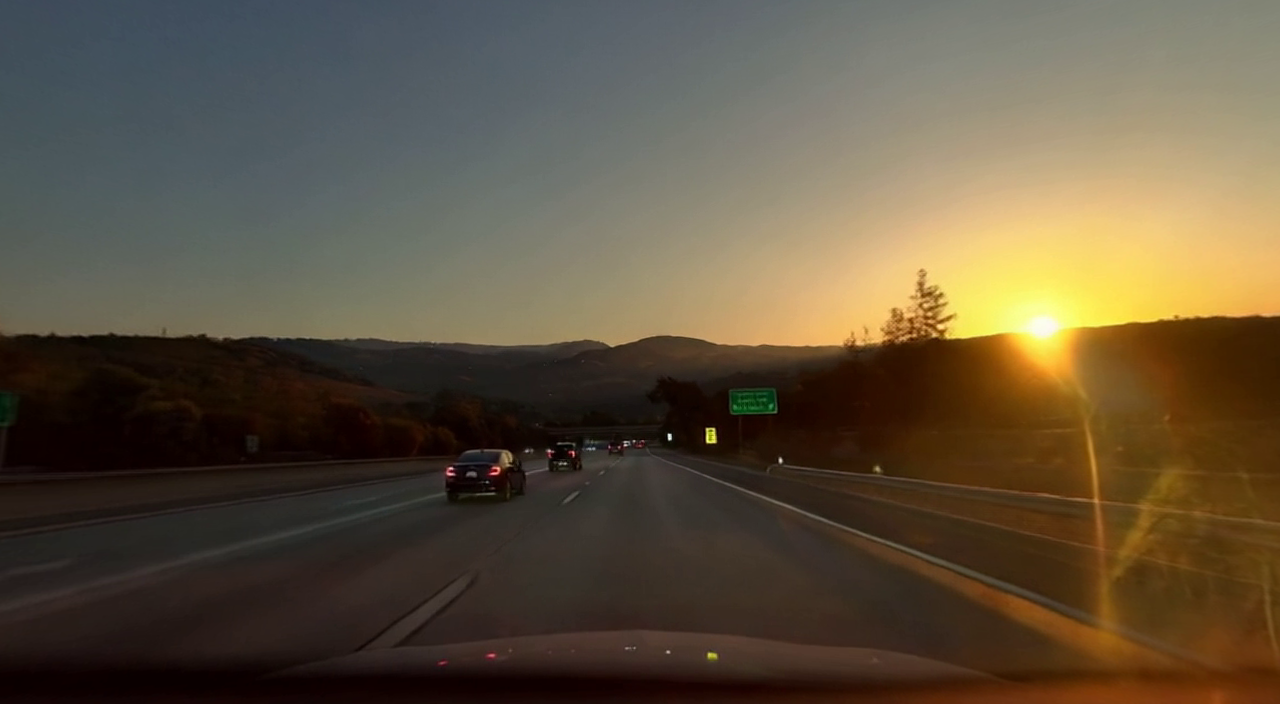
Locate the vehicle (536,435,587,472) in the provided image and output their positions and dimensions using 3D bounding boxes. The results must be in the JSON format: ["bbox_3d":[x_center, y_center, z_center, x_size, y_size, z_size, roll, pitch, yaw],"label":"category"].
[{"bbox_3d":[-4.206,5.552,34.609,2.177,1.852,4.427,0,-9,1],"label":"vehicle"}]

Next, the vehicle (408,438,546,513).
[{"bbox_3d":[-3.698,2.890,15.267,2.044,1.527,4.607,0,-9,1],"label":"vehicle"}]
